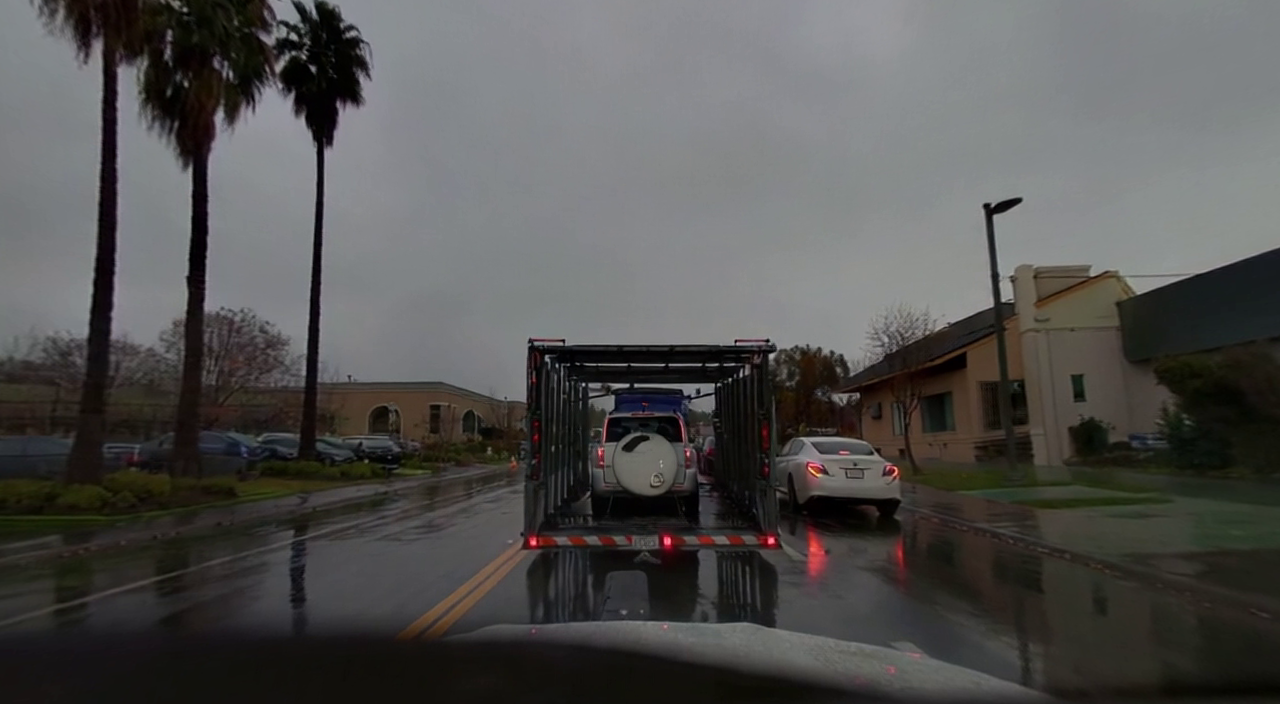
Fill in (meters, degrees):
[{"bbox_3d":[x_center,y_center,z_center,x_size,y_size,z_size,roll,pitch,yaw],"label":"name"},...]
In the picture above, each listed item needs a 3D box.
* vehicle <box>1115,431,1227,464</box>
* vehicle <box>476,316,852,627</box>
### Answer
[{"bbox_3d":[28.555,5.163,33.942,4.193,1.633,1.928,-4,-9,26],"label":"vehicle"},{"bbox_3d":[0.148,1.331,7.945,2.728,2.305,6.506,0,-8,0],"label":"vehicle"}]
